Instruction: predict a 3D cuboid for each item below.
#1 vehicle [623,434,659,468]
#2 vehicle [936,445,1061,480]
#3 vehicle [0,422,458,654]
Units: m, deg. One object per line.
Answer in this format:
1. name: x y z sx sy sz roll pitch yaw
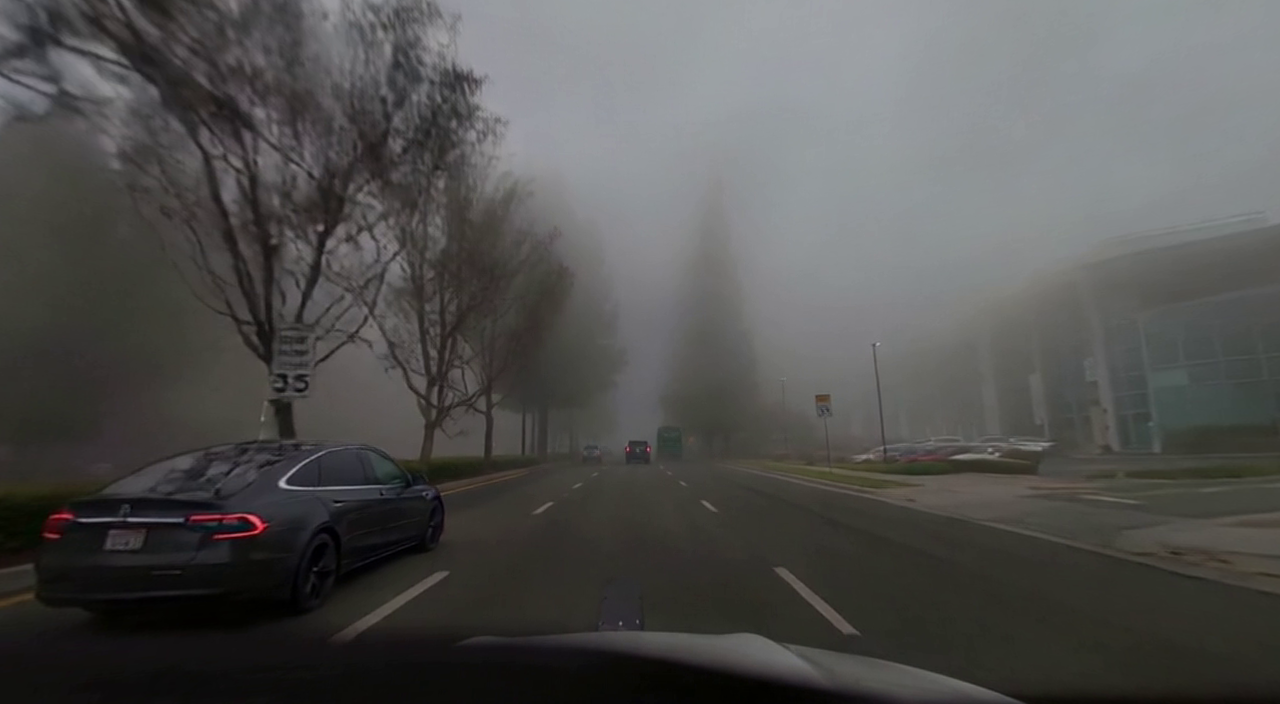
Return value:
1. vehicle: 0.047 6.670 42.768 2.336 2.122 5.207 0 -9 0
2. vehicle: 16.611 5.123 29.437 4.682 1.507 1.878 0 -9 0
3. vehicle: -3.595 1.548 6.415 2.120 1.481 4.535 0 -9 0
